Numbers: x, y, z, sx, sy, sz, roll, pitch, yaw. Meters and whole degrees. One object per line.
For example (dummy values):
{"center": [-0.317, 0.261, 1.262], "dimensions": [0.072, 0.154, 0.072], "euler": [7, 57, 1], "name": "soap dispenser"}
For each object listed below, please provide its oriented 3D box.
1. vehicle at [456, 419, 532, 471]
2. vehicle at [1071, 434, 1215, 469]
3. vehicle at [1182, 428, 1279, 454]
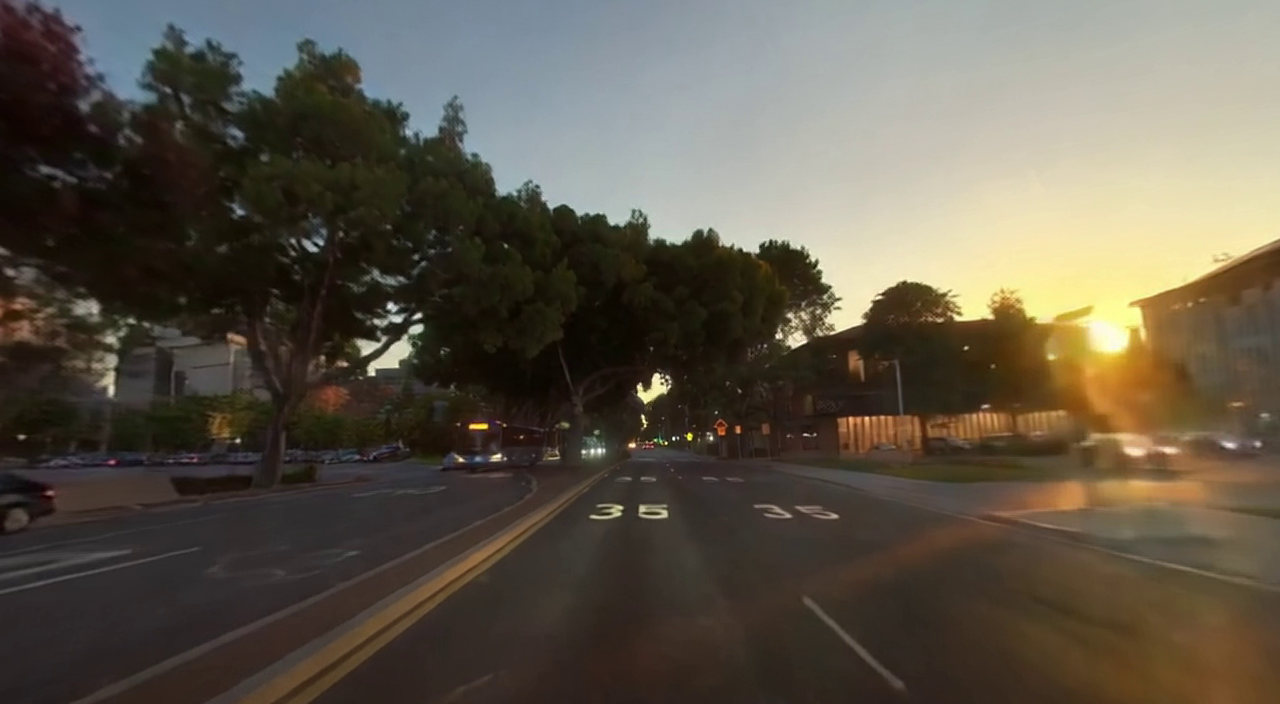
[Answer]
{"center": [-10.538, 6.914, 46.717], "dimensions": [3.052, 3.397, 10.003], "euler": [0, -8, 1], "name": "vehicle"}
{"center": [21.191, 4.211, 26.705], "dimensions": [4.404, 1.440, 1.900], "euler": [0, -8, 3], "name": "vehicle"}
{"center": [39.896, 5.998, 42.445], "dimensions": [4.836, 1.711, 2.192], "euler": [0, -8, -4], "name": "vehicle"}
